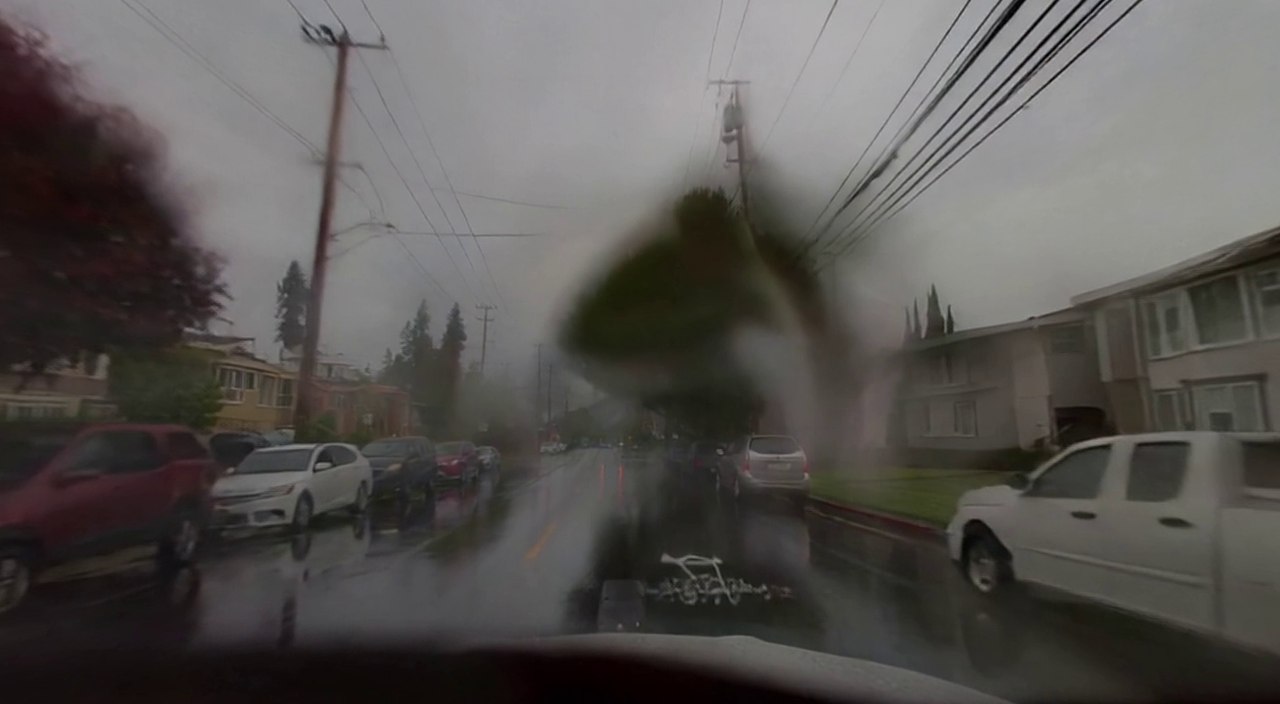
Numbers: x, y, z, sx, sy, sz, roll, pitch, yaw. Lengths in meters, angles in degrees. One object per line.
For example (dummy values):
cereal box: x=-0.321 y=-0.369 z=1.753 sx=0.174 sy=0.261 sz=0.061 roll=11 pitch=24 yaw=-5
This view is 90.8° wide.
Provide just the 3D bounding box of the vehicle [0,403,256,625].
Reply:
vehicle: x=-6.291 y=1.495 z=6.513 sx=2.094 sy=1.766 sz=4.482 roll=1 pitch=-8 yaw=-5

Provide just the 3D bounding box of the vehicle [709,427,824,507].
vehicle: x=3.056 y=2.886 z=16.233 sx=1.936 sy=1.756 sz=4.127 roll=0 pitch=-9 yaw=-2

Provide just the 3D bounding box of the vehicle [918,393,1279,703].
vehicle: x=3.895 y=1.117 z=3.876 sx=1.910 sy=1.567 sz=4.856 roll=0 pitch=-9 yaw=-3

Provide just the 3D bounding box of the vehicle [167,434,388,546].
vehicle: x=-6.384 y=2.373 z=11.814 sx=1.863 sy=1.561 sz=4.380 roll=-3 pitch=-7 yaw=-5
